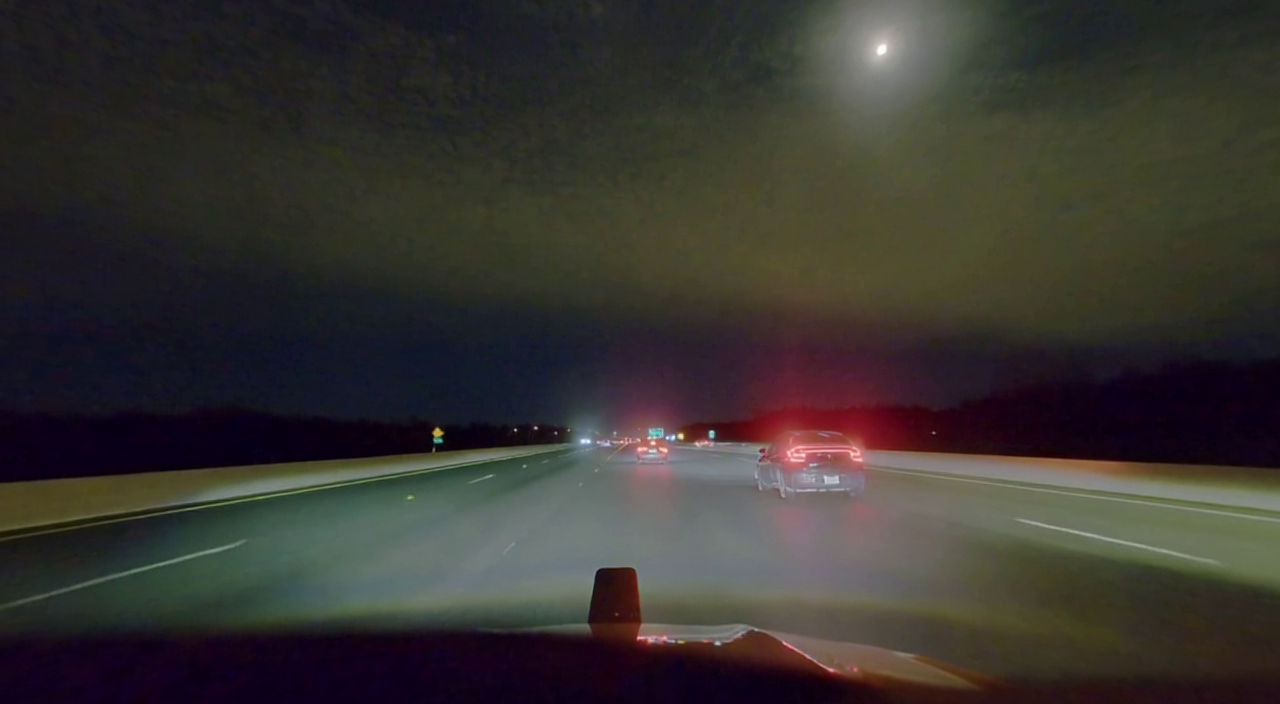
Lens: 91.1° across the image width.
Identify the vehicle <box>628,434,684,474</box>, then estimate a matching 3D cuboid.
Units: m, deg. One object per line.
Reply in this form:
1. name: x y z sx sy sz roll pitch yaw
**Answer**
1. vehicle: 0.544 3.977 24.821 2.046 1.467 3.844 0 -8 -1
